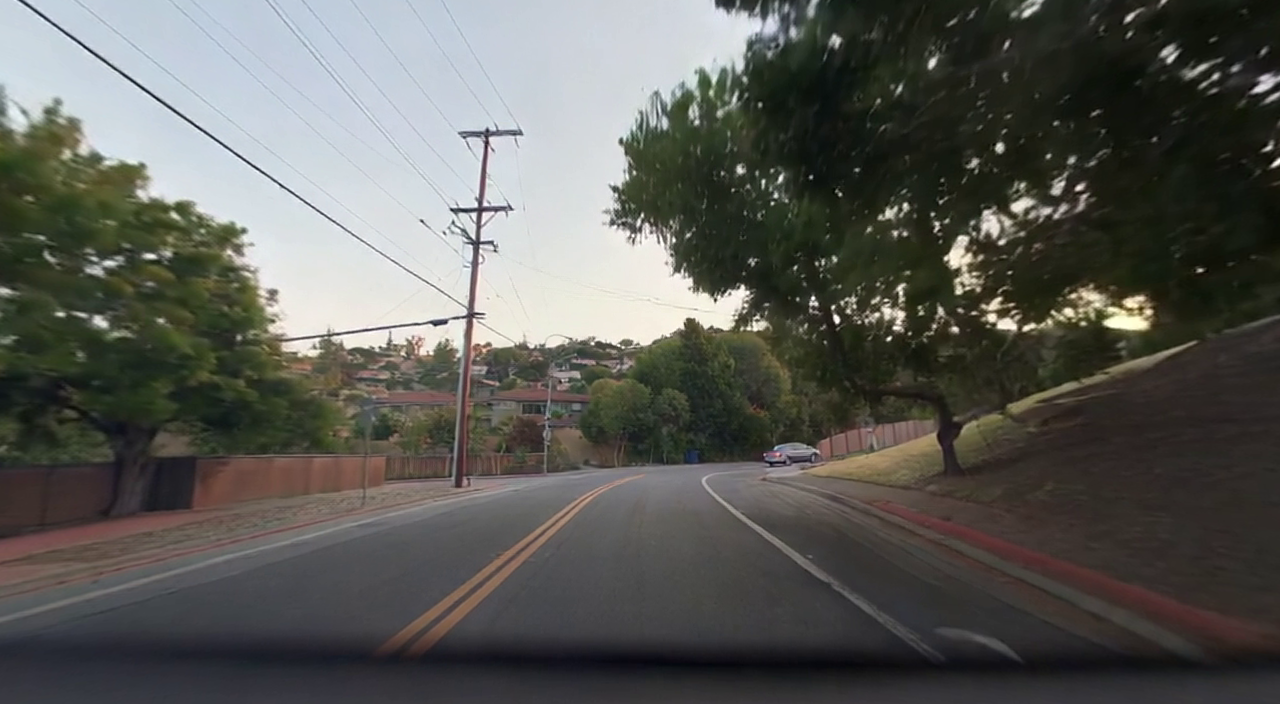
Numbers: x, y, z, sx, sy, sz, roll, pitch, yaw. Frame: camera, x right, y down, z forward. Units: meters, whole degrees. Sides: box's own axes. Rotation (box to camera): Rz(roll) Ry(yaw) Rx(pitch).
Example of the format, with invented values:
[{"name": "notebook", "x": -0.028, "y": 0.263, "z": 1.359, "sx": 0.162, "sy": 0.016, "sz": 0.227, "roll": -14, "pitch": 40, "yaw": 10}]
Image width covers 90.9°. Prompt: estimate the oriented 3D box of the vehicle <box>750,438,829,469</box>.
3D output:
[{"name": "vehicle", "x": 9.098, "y": 6.139, "z": 38.286, "sx": 4.810, "sy": 1.732, "sz": 2.176, "roll": 7, "pitch": -11, "yaw": -39}]
